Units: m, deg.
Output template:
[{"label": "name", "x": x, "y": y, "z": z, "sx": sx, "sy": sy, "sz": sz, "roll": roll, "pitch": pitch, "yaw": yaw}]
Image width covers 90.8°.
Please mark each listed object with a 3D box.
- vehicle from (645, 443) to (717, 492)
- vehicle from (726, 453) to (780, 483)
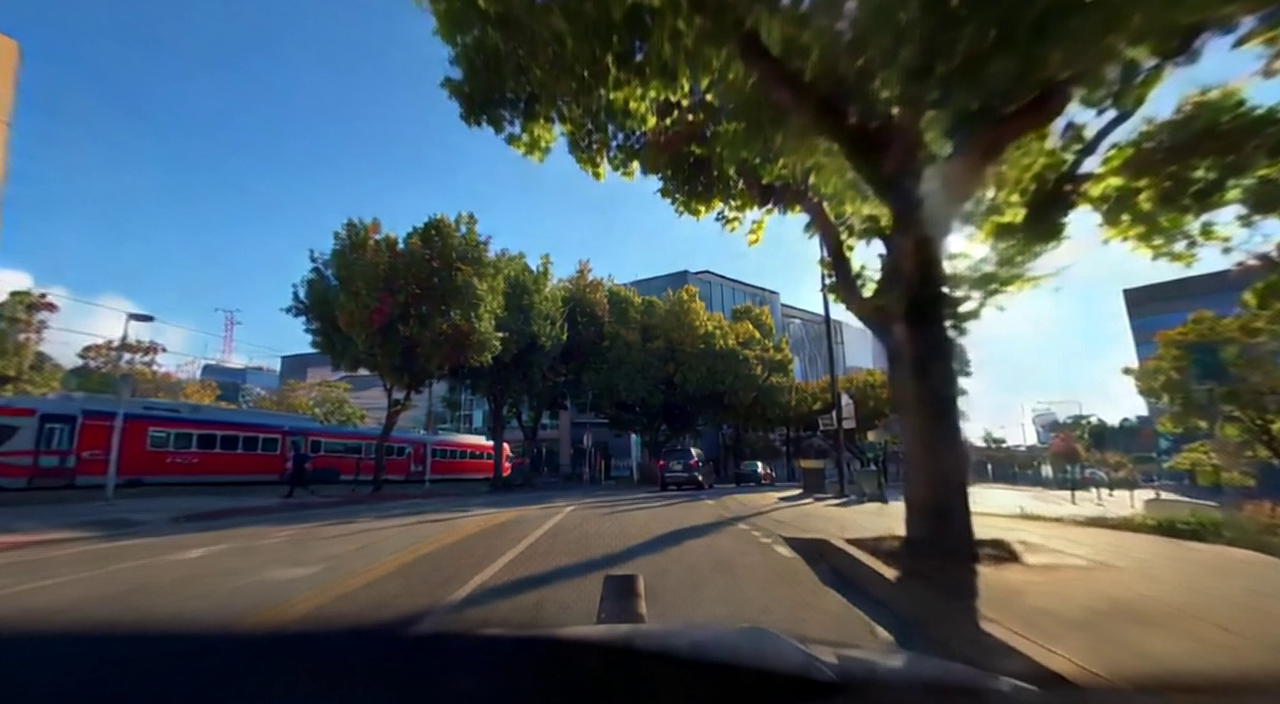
[{"label": "vehicle", "x": 1.749, "y": 4.575, "z": 25.524, "sx": 2.263, "sy": 1.765, "sz": 4.237, "roll": -2, "pitch": -9, "yaw": 12}, {"label": "vehicle", "x": 7.213, "y": 7.296, "z": 40.079, "sx": 2.010, "sy": 1.725, "sz": 4.320, "roll": -5, "pitch": -10, "yaw": 29}]
